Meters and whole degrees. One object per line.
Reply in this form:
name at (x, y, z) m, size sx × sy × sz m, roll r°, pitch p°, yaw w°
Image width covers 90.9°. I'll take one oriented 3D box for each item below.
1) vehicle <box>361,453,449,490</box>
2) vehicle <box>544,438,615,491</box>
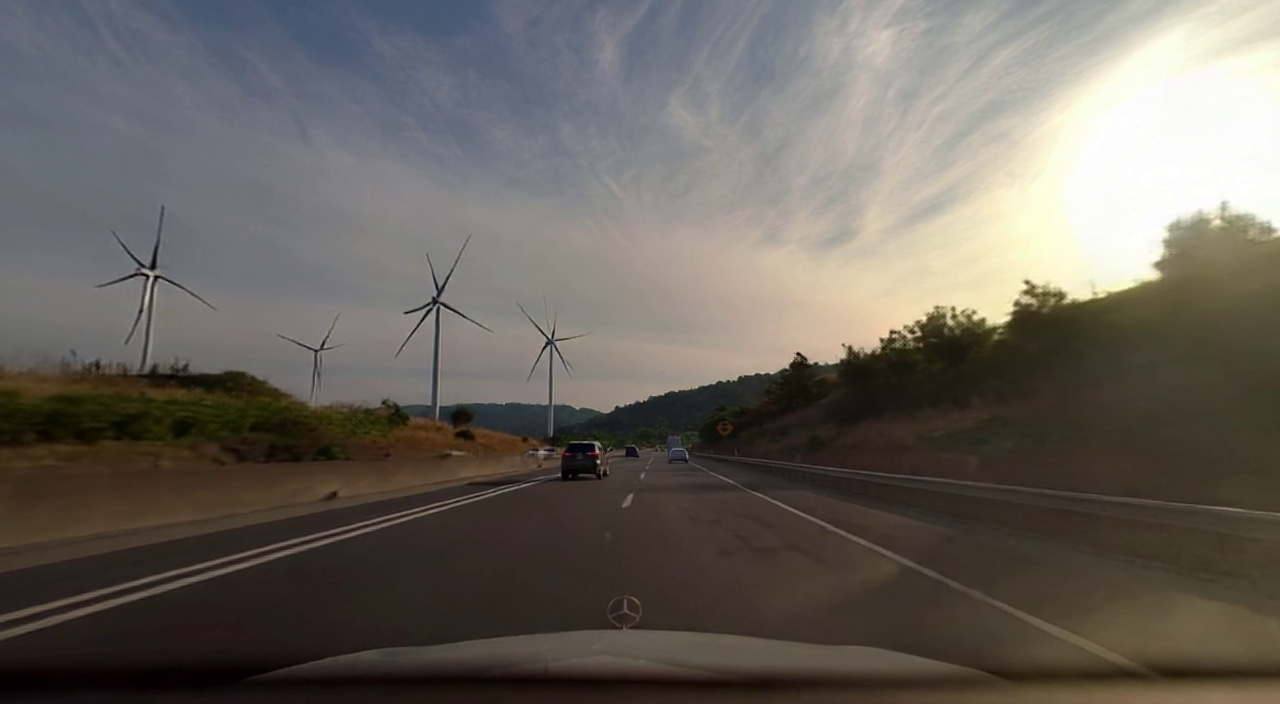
vehicle at (-10.375, 5.289, 28.288) m, size 1.960 × 1.495 × 4.870 m, roll -1°, pitch -9°, yaw 1°
vehicle at (-2.052, 3.998, 22.649) m, size 2.038 × 1.723 × 4.150 m, roll -1°, pitch -9°, yaw 1°
